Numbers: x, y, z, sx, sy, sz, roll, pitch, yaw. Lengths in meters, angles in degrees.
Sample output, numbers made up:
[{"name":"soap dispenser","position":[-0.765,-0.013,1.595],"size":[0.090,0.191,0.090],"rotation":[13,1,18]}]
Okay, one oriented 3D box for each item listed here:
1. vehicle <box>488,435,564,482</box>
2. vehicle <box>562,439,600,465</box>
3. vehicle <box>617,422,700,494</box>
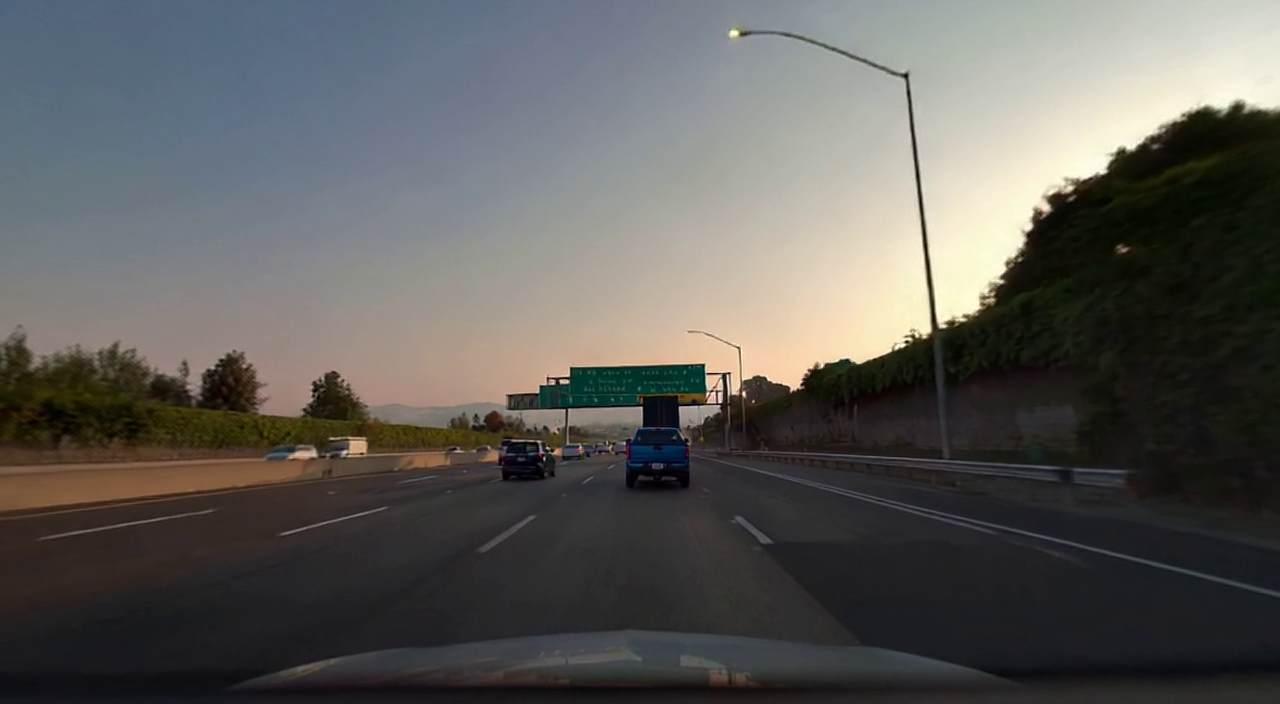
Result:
[{"name":"vehicle","position":[-4.242,4.051,24.242],"size":[1.961,1.591,4.756],"rotation":[0,-8,1]},{"name":"vehicle","position":[-3.851,6.650,42.046],"size":[2.061,1.584,4.290],"rotation":[0,-8,1]},{"name":"vehicle","position":[0.480,3.011,18.227],"size":[2.083,1.792,4.782],"rotation":[0,-8,1]}]
